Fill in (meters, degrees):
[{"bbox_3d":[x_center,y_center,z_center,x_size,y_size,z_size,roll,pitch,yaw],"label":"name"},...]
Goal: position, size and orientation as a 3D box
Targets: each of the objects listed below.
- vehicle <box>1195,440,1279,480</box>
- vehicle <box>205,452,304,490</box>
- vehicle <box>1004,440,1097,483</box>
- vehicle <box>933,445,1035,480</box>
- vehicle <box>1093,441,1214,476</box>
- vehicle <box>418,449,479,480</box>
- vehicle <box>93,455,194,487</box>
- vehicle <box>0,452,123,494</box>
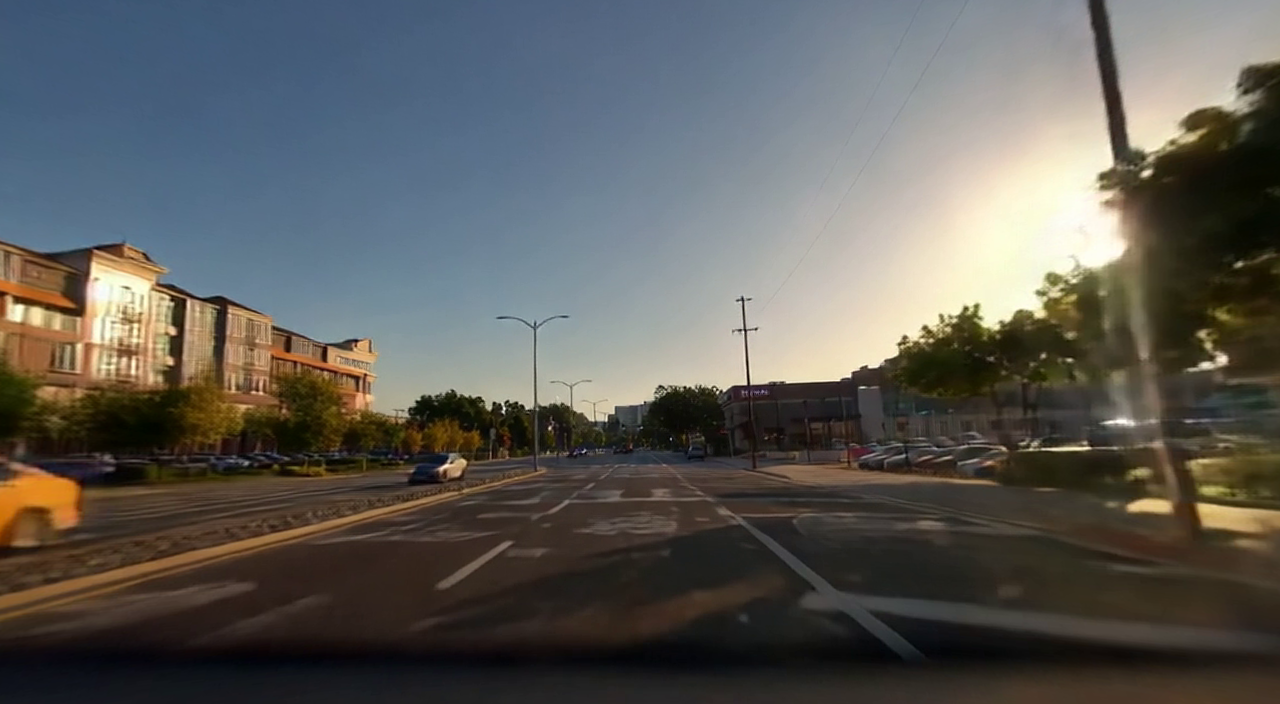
[{"bbox_3d":[26.869,4.613,27.039,4.057,1.647,1.981,0,-8,-3],"label":"vehicle"},{"bbox_3d":[-20.035,6.173,32.916,2.218,1.788,4.604,0,-9,0],"label":"vehicle"},{"bbox_3d":[18.664,4.926,28.541,3.754,1.844,2.002,5,-10,-31],"label":"vehicle"},{"bbox_3d":[16.653,5.292,30.381,4.313,1.584,2.282,5,-10,-29],"label":"vehicle"},{"bbox_3d":[27.289,5.664,33.499,4.478,1.746,2.159,0,-8,0],"label":"vehicle"},{"bbox_3d":[-9.678,5.686,32.075,1.880,1.461,4.446,0,-9,-3],"label":"vehicle"},{"bbox_3d":[-30.815,7.367,39.122,4.584,1.790,1.858,5,-10,-30],"label":"vehicle"},{"bbox_3d":[-29.616,6.084,31.902,5.319,1.985,2.410,-3,-9,16],"label":"vehicle"}]
